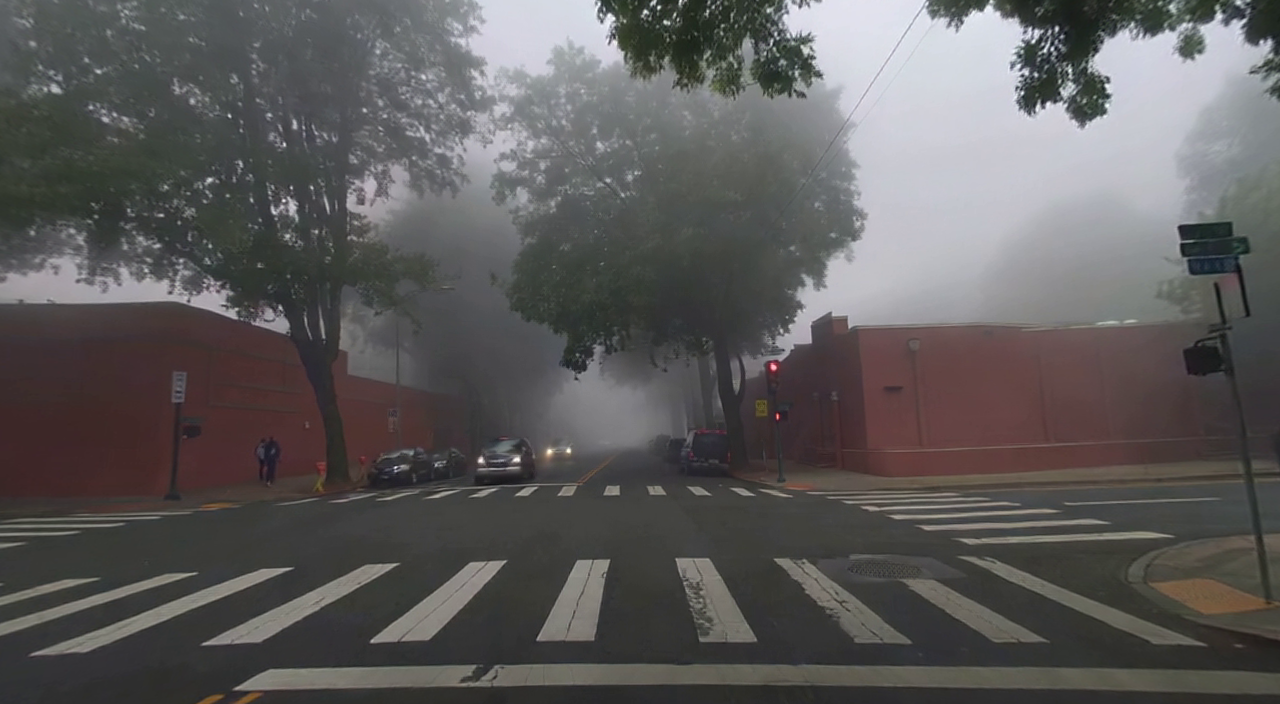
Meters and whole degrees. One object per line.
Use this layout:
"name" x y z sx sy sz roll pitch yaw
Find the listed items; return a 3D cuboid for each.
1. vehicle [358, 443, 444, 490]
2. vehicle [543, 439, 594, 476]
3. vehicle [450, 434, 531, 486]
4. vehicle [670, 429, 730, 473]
"vehicle" -9.910 4.747 26.588 2.216 1.804 4.526 1 -8 -5
"vehicle" -3.282 4.910 29.535 2.033 1.596 4.142 0 -8 -2
"vehicle" -5.950 4.349 25.737 2.242 1.887 4.924 0 -8 -2
"vehicle" 3.101 5.313 34.064 2.557 2.188 5.164 1 -8 -2
